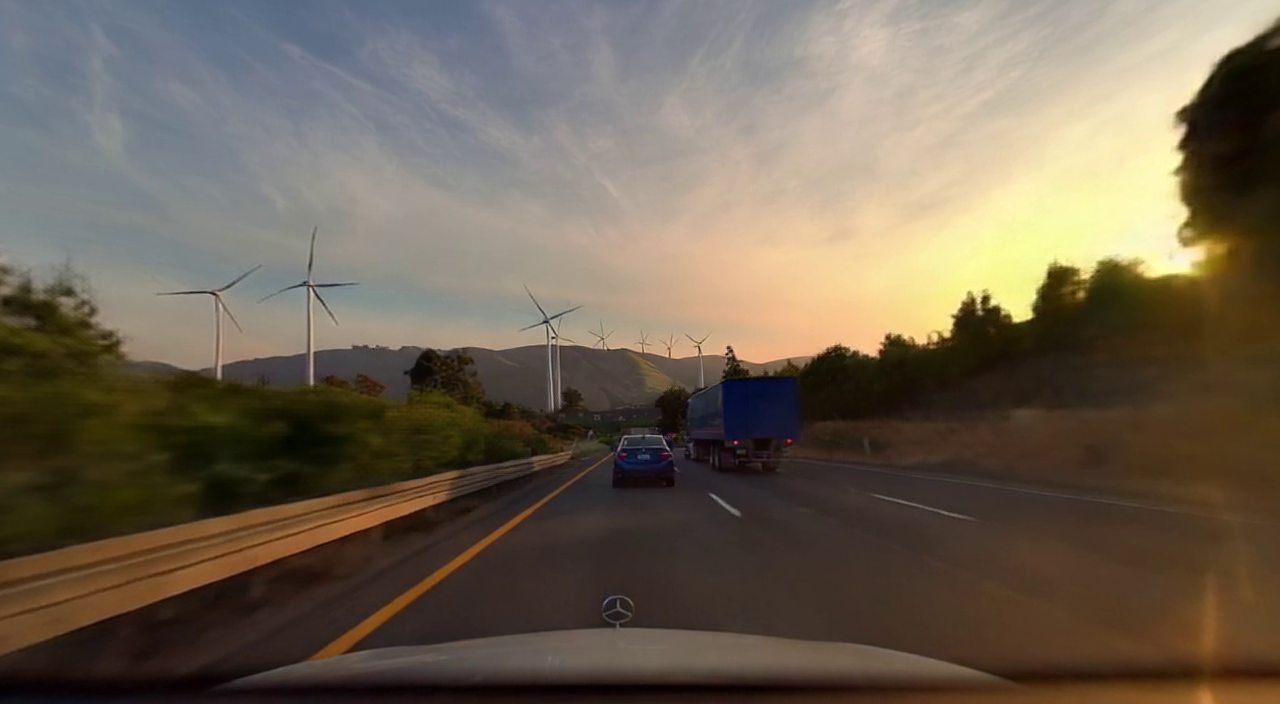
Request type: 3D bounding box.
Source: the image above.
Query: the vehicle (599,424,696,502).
[{"bbox_3d":[0.098,2.616,15.424,2.038,1.624,4.312,0,-8,-1],"label":"vehicle"}]

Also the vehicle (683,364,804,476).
[{"bbox_3d":[4.309,3.452,30.588,3.129,4.126,14.913,0,-8,-1],"label":"vehicle"}]
